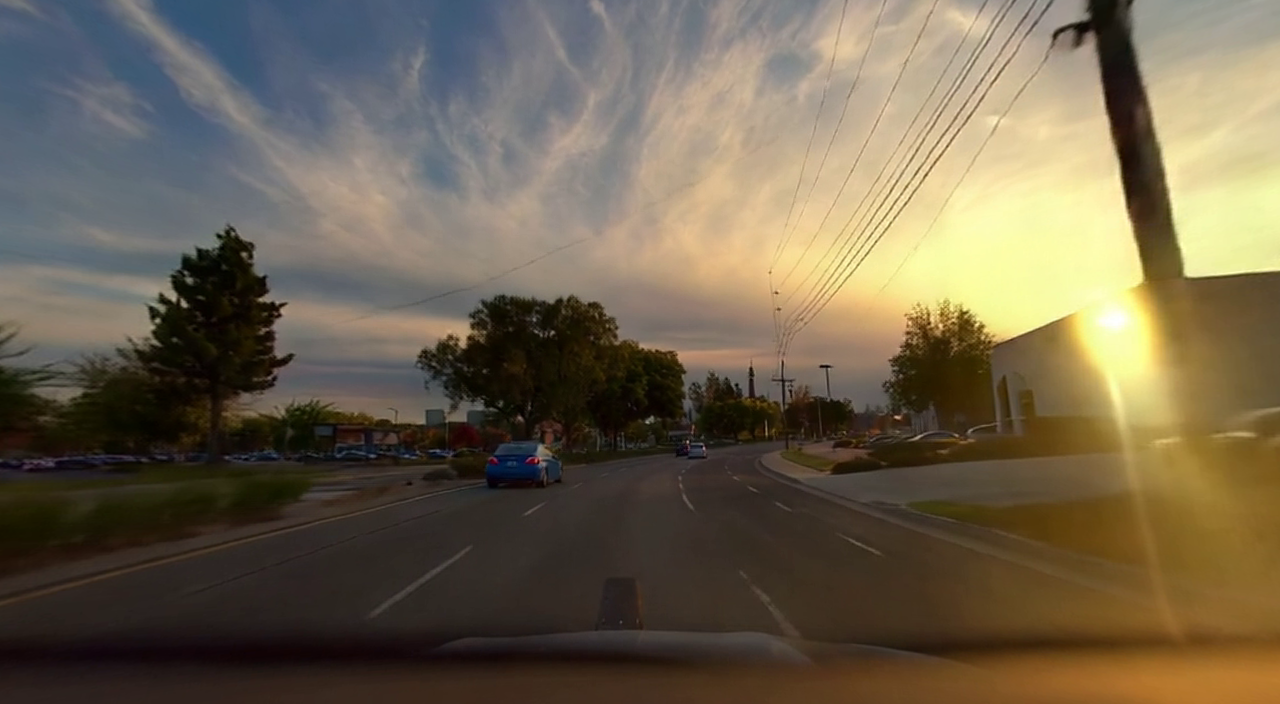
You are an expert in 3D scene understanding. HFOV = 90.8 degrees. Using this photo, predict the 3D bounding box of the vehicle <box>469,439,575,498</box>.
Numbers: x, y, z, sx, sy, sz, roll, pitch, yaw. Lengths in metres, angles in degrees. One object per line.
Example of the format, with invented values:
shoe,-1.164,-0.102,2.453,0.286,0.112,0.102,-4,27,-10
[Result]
vehicle,-3.271,3.302,18.482,1.928,1.488,4.635,-1,-8,4
